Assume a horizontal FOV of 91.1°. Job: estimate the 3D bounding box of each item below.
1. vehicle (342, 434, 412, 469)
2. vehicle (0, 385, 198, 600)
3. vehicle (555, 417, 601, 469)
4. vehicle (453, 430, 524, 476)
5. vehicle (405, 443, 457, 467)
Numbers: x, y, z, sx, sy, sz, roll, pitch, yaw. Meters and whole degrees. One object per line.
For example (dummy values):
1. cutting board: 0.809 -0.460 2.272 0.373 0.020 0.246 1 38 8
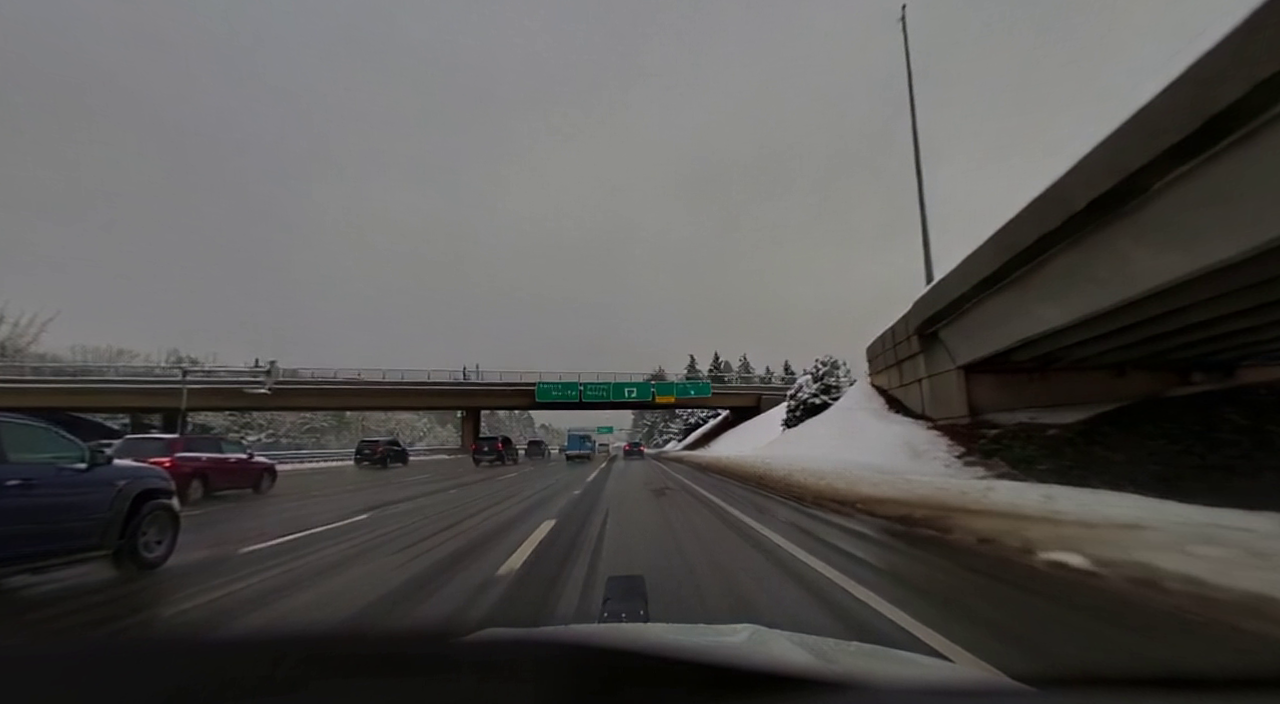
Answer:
1. vehicle: -17.235 6.544 41.460 2.258 2.139 5.495 0 -8 -1
2. vehicle: -6.583 1.095 4.658 2.355 1.805 5.938 0 -8 -1
3. vehicle: -3.638 5.517 38.118 2.301 2.843 6.458 0 -8 -1
4. vehicle: -7.003 4.732 29.561 2.179 1.948 4.618 0 -8 0
5. vehicle: -13.764 6.808 41.582 1.899 1.485 4.368 0 -8 0
